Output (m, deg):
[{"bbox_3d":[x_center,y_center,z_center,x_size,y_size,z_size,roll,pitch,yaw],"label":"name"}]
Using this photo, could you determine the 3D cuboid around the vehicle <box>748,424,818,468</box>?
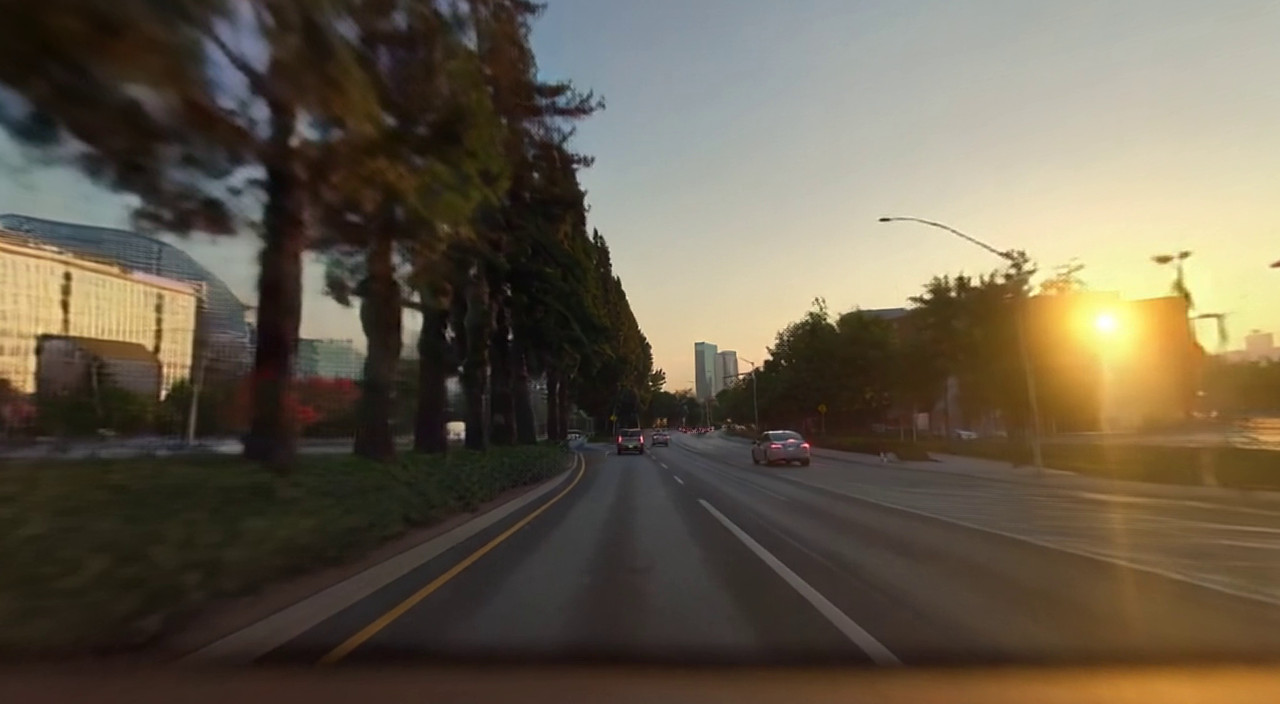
[{"bbox_3d":[6.379,4.273,28.720,2.026,1.804,4.565,0,-8,-1],"label":"vehicle"}]

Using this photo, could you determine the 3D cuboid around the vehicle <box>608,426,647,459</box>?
[{"bbox_3d":[-0.743,5.443,37.916,2.193,1.794,4.457,0,-8,-2],"label":"vehicle"}]

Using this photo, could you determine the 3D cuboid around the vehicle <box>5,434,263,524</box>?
[{"bbox_3d":[-10.637,2.664,13.882,2.002,1.620,4.471,0,-8,-1],"label":"vehicle"}]
